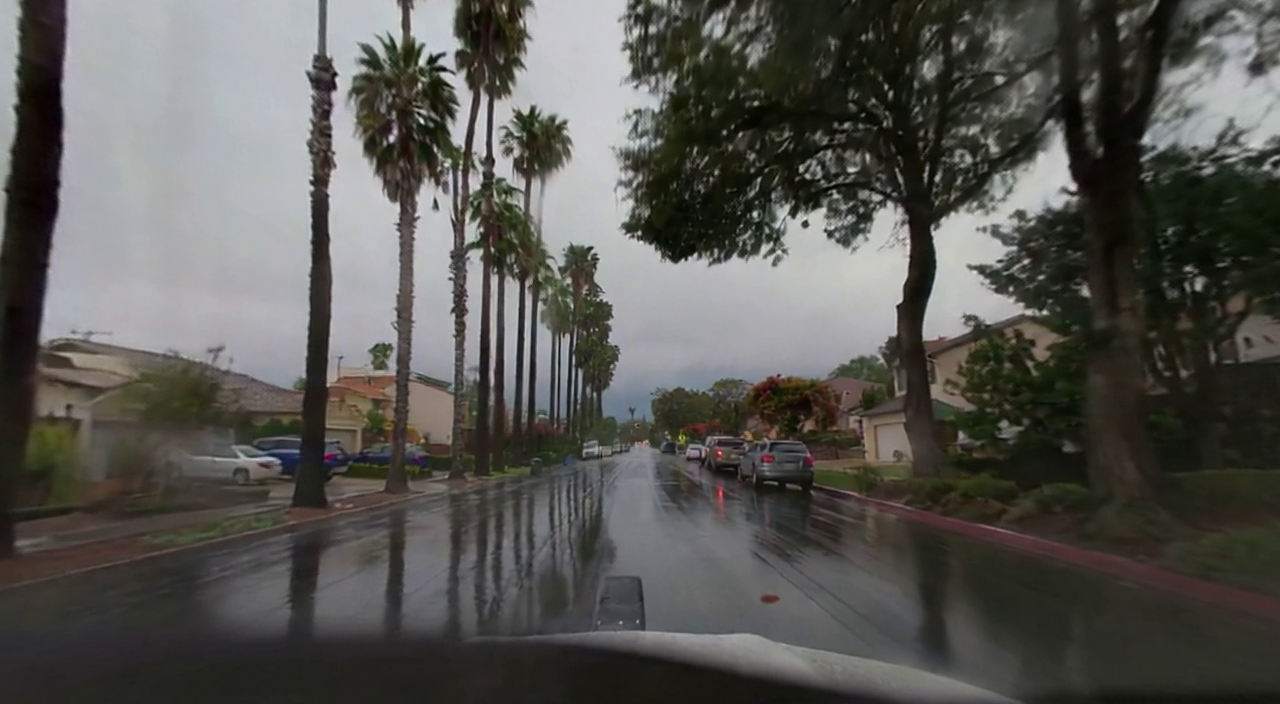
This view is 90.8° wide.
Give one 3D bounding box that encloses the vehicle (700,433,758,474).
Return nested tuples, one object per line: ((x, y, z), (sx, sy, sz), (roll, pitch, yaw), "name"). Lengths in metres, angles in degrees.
((4.151, 4.839, 30.341), (2.166, 1.766, 5.186), (0, -8, 1), "vehicle")

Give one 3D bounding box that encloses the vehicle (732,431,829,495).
((4.273, 3.436, 20.003), (1.971, 1.663, 5.076), (2, -8, 1), "vehicle")

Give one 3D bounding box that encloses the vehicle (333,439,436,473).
((-13.157, 5.345, 32.709), (4.448, 1.679, 1.972), (-1, -8, 2), "vehicle")

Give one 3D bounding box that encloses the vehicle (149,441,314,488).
((-13.497, 3.729, 21.035), (4.250, 1.469, 1.817), (-1, -8, 3), "vehicle")
